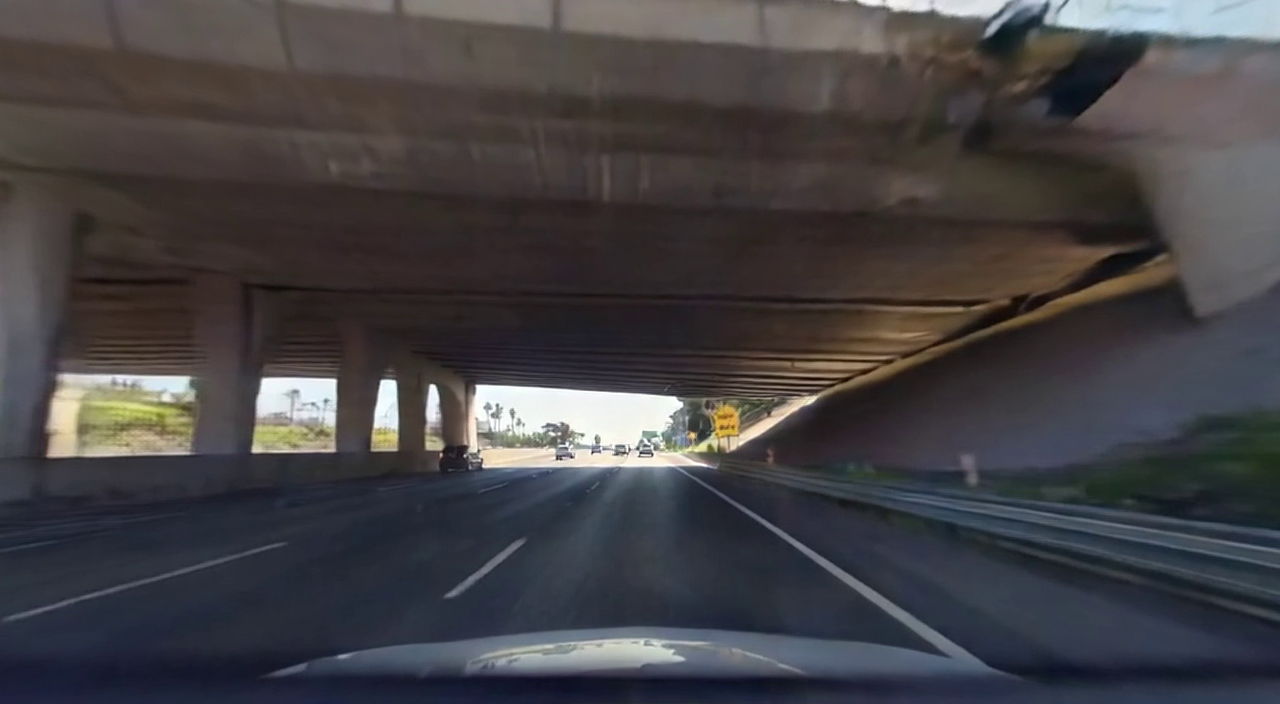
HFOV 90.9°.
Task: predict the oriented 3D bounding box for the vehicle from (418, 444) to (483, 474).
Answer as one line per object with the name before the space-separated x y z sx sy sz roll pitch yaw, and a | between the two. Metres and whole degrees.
vehicle | -10.127 5.740 34.041 2.056 1.476 4.562 -1 -8 1
